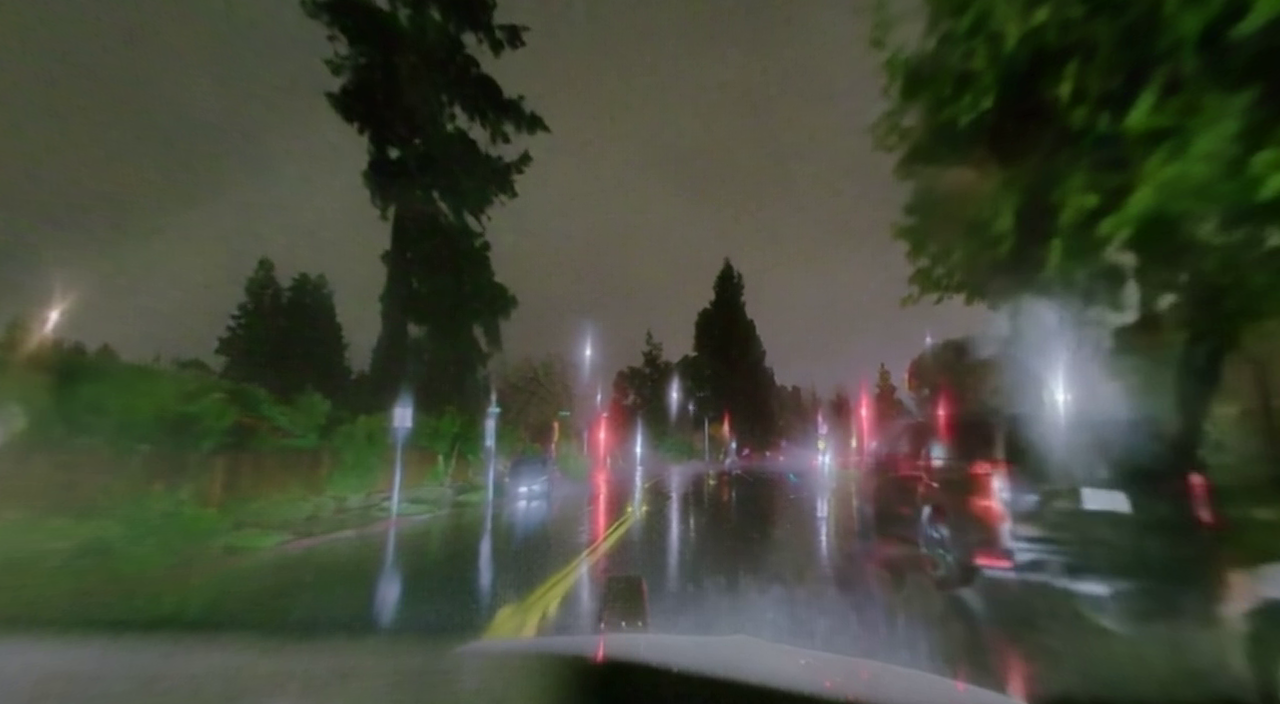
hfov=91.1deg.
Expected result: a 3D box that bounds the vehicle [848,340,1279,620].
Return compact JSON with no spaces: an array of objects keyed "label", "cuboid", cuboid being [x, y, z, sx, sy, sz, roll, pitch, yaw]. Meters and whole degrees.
[{"label":"vehicle","cuboid":[4.666,1.525,8.023,2.624,2.227,5.508,2,-10,6]}]

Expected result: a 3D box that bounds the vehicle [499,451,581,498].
[{"label":"vehicle","cuboid":[-3.671,4.557,23.787,2.033,1.456,4.370,-3,-8,5]}]
